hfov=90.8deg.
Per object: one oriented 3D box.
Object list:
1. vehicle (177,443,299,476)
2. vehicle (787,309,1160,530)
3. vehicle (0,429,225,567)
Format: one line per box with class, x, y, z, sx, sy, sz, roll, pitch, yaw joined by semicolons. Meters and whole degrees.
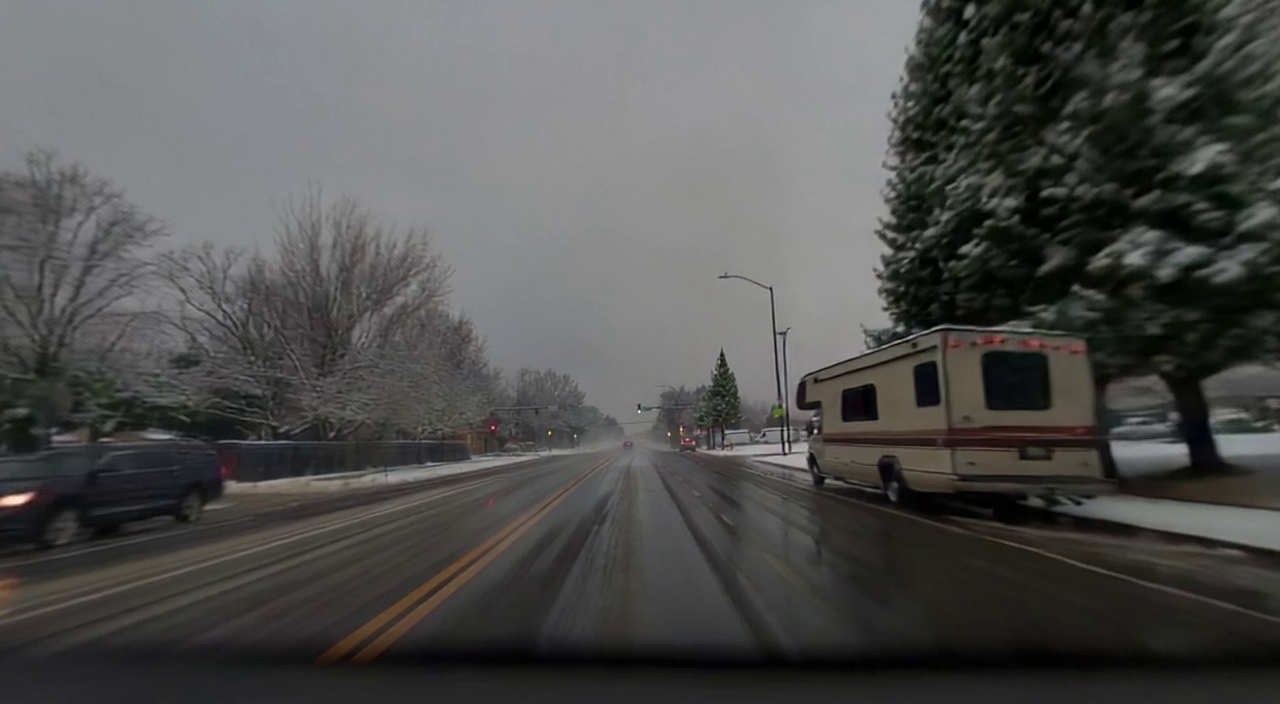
vehicle;-26.594;7.055;41.973;6.500;1.985;2.363;6;-10;-38
vehicle;6.023;1.667;14.203;2.944;3.252;9.712;0;-8;-1
vehicle;-9.924;2.337;10.901;2.391;1.843;4.764;-2;-8;-1
